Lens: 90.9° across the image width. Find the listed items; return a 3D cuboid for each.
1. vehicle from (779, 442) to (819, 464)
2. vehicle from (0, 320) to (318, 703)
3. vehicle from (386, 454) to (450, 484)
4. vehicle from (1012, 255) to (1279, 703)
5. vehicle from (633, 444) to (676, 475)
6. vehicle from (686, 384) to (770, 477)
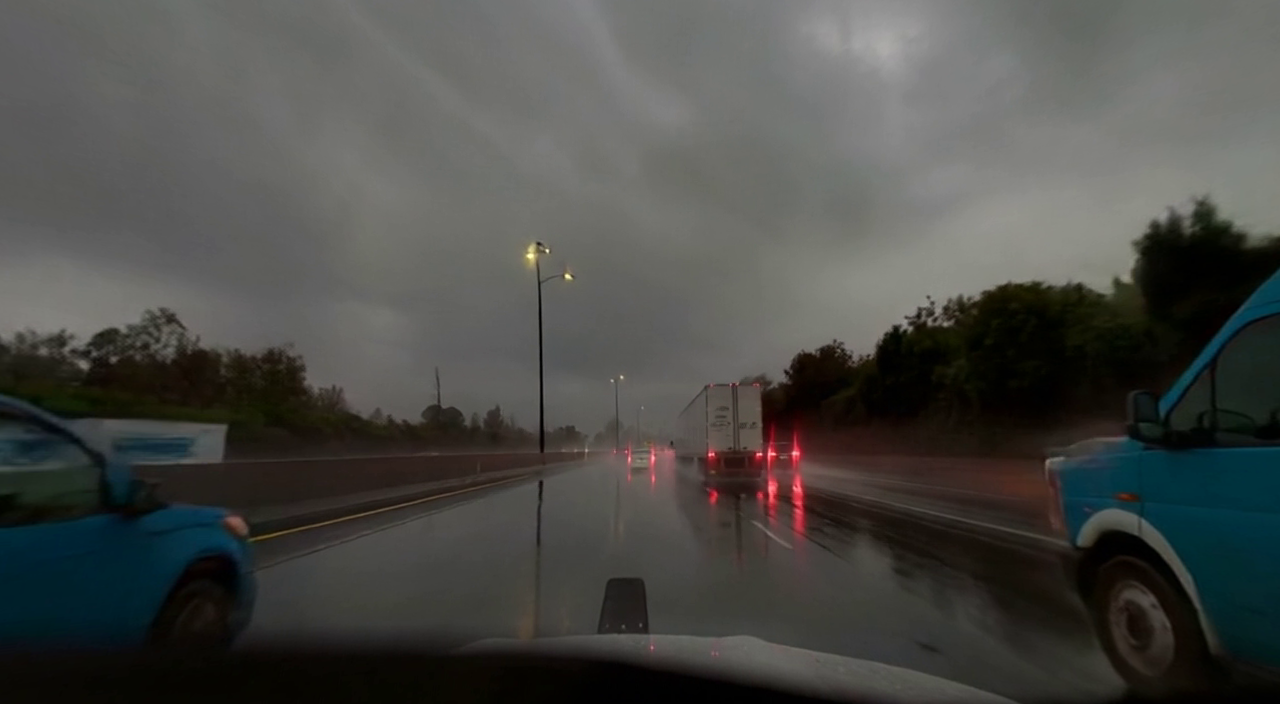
[{"bbox_3d":[11.439,7.289,45.589,1.876,1.552,3.640,0,-9,0],"label":"vehicle"},{"bbox_3d":[-3.180,0.721,1.620,2.237,1.745,4.575,0,-9,1],"label":"vehicle"},{"bbox_3d":[-12.473,6.571,35.723,1.911,1.488,4.387,0,-9,1],"label":"vehicle"},{"bbox_3d":[3.760,0.448,1.281,2.441,2.017,5.739,0,-9,0],"label":"vehicle"},{"bbox_3d":[0.704,5.536,32.733,2.063,1.469,4.208,0,-9,0],"label":"vehicle"},{"bbox_3d":[4.342,4.401,34.158,2.821,4.077,12.562,0,-9,1],"label":"vehicle"}]
